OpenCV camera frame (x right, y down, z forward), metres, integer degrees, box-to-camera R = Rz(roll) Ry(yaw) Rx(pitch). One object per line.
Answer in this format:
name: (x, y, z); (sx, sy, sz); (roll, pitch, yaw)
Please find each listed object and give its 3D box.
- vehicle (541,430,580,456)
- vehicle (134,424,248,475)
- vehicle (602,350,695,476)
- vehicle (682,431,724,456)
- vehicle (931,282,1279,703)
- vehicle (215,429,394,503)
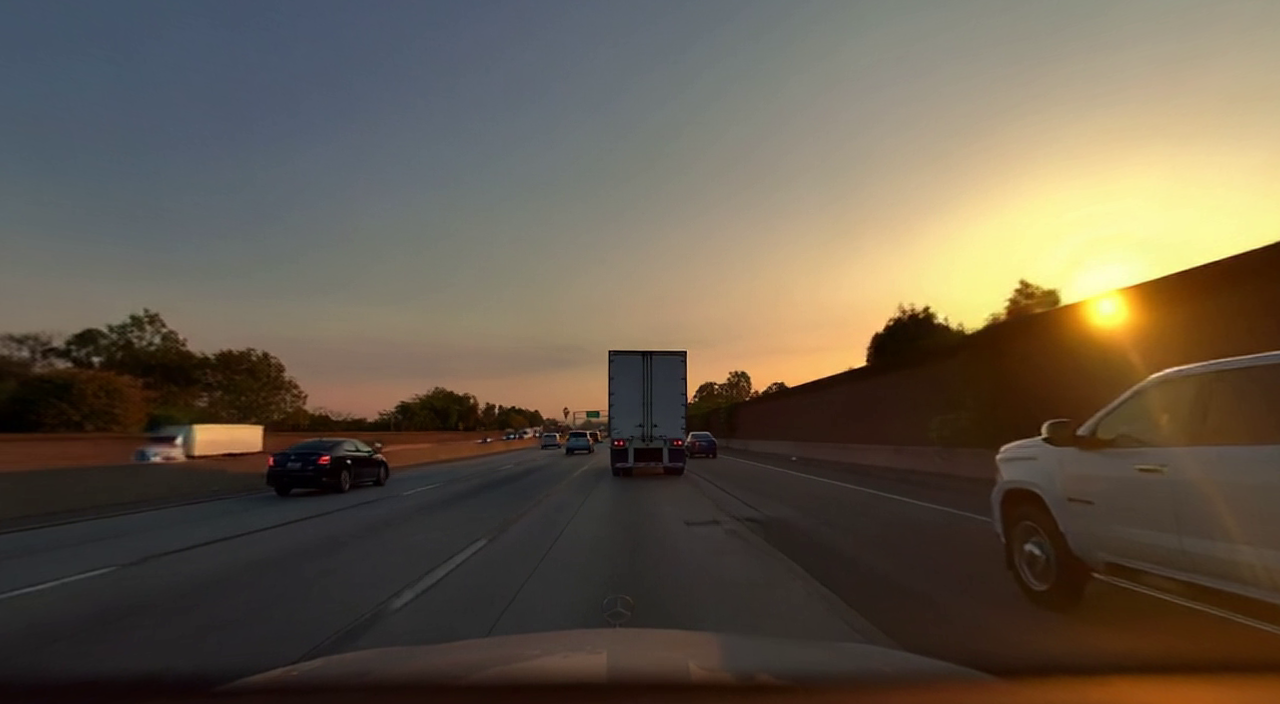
vehicle: (-5.199, 6.029, 41.802); (2.134, 1.650, 4.133); (0, -8, -1)
vehicle: (-27.349, 5.940, 38.701); (2.282, 2.848, 6.389); (0, -8, -1)
vehicle: (0.014, 2.596, 24.981); (2.904, 3.915, 10.473); (0, -8, -3)
vehicle: (3.900, 5.773, 39.893); (2.044, 1.508, 4.716); (0, -8, -2)
vehicle: (3.632, 0.693, 2.918); (2.118, 1.832, 4.901); (0, -8, -1)
vehicle: (-7.660, 2.610, 14.917); (2.059, 1.500, 4.001); (0, -8, -1)
